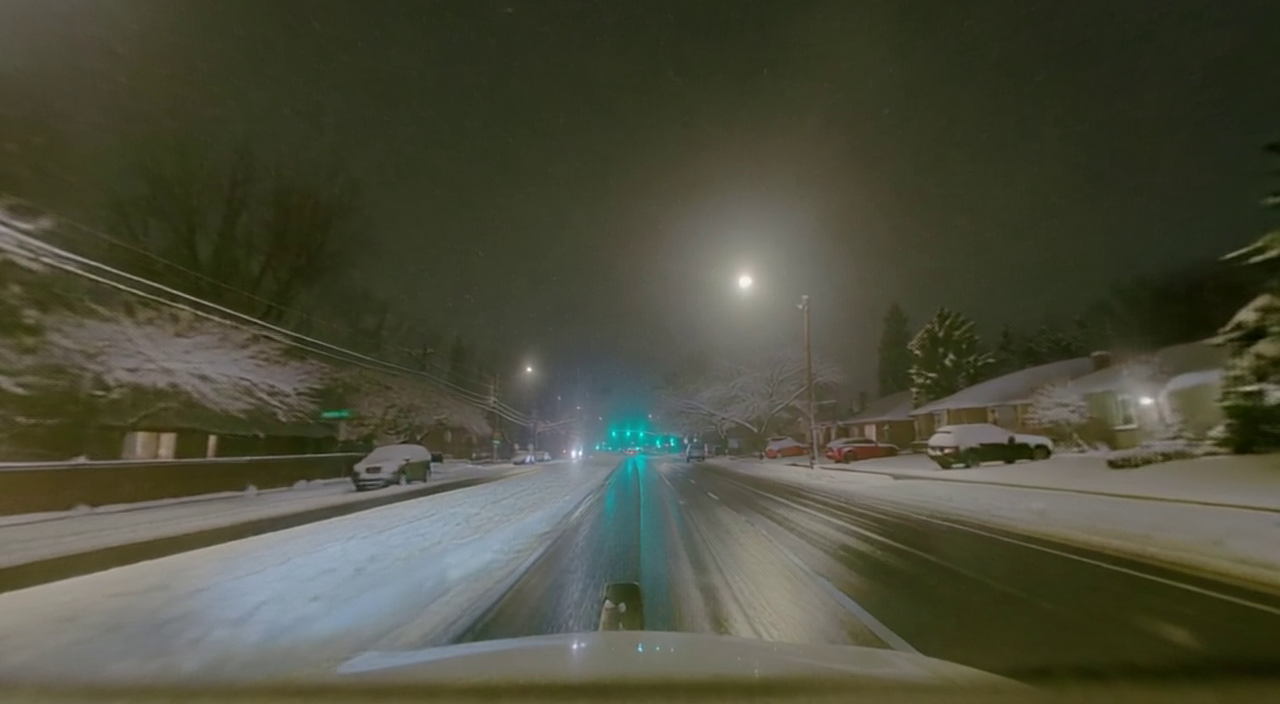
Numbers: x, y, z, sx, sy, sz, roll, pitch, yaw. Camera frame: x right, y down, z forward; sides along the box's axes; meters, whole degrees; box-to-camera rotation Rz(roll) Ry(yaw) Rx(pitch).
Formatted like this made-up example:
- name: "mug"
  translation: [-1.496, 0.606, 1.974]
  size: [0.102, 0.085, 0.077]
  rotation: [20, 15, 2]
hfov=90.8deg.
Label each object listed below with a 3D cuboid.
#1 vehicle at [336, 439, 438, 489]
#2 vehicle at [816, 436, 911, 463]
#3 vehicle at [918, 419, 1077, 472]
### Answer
- name: "vehicle"
  translation: [-11.111, 5.003, 28.307]
  size: [2.347, 1.960, 5.167]
  rotation: [-2, -10, 1]
- name: "vehicle"
  translation: [13.058, 5.720, 37.059]
  size: [4.767, 1.557, 1.994]
  rotation: [0, -8, -1]
- name: "vehicle"
  translation: [13.709, 3.626, 24.455]
  size: [4.793, 1.744, 2.055]
  rotation: [-3, -8, 0]
